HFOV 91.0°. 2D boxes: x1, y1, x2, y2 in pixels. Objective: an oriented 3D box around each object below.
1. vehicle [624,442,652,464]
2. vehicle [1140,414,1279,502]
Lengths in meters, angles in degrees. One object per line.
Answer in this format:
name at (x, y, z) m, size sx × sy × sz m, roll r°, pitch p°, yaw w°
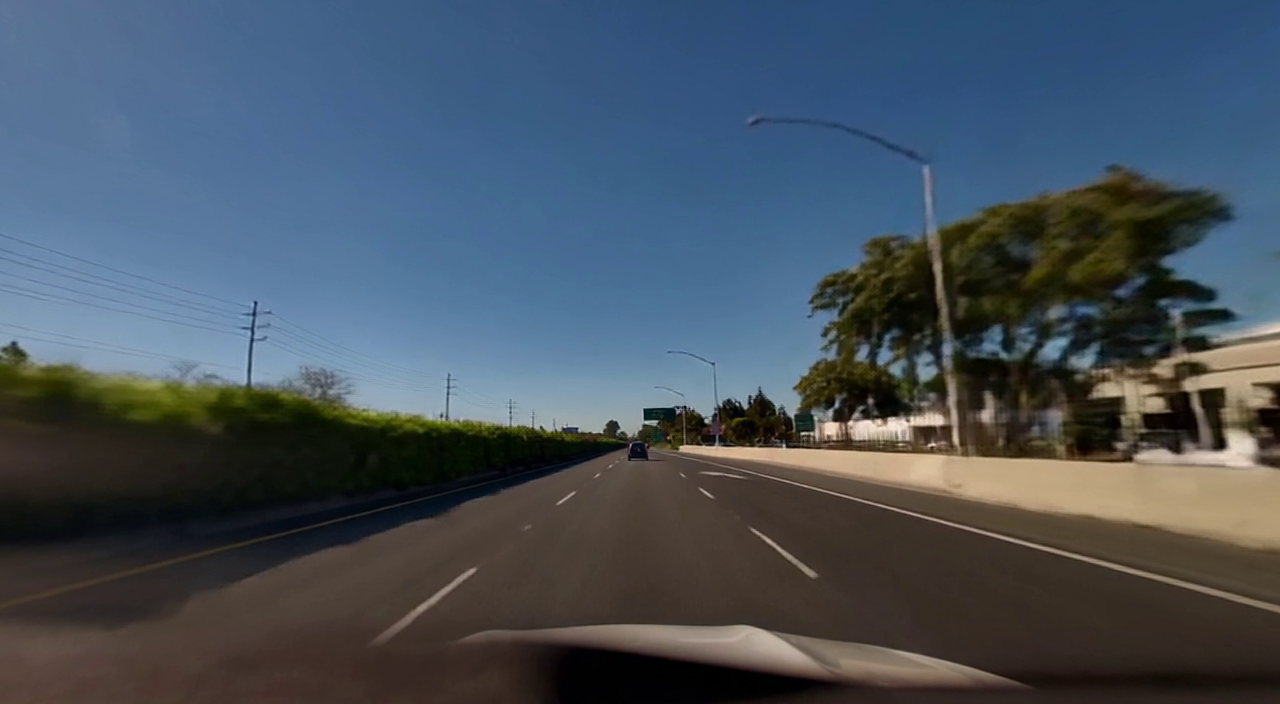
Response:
vehicle at (-0.162, 7.779, 48.561) m, size 2.110 × 1.555 × 4.431 m, roll 0°, pitch -9°, yaw -1°
vehicle at (15.673, 2.569, 15.317) m, size 2.331 × 1.988 × 5.665 m, roll 0°, pitch -9°, yaw 0°
